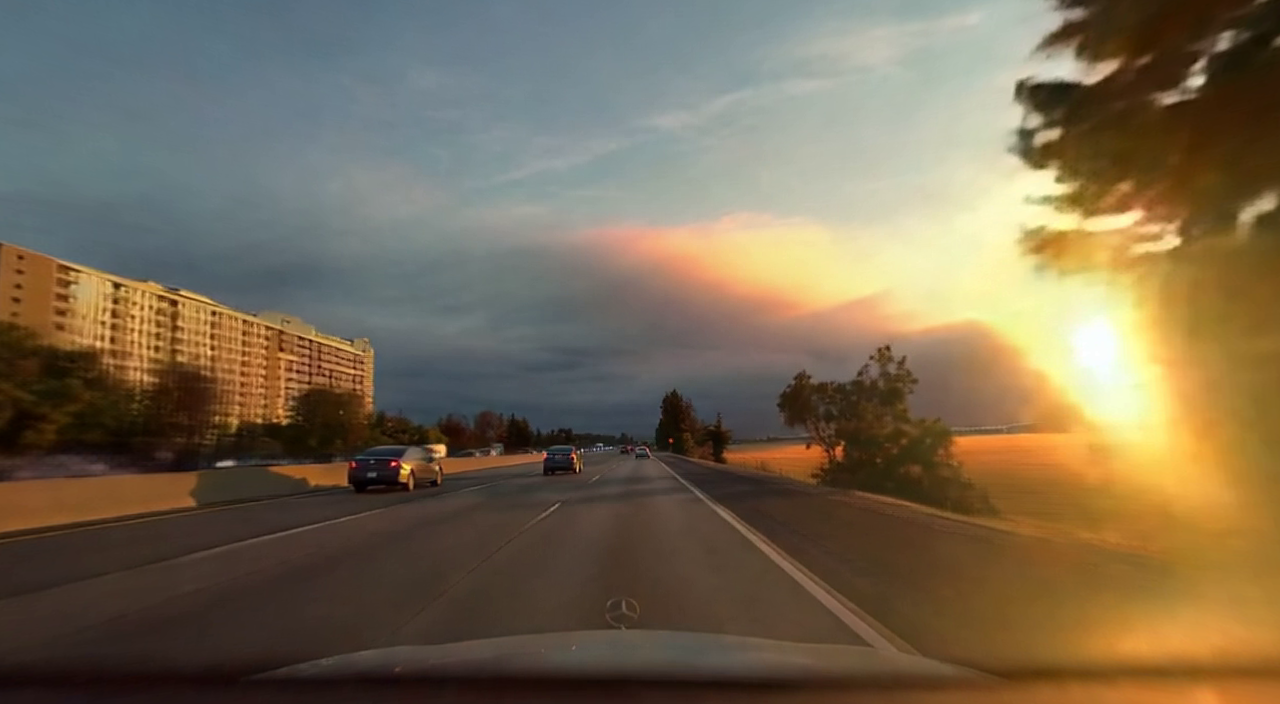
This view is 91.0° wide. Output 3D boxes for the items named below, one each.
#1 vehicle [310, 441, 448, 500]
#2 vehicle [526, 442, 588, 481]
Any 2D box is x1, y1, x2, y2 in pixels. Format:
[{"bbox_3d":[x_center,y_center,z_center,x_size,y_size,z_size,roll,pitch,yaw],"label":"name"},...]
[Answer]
[{"bbox_3d":[-7.457,3.412,18.595,2.034,1.523,4.627,0,-9,1],"label":"vehicle"},{"bbox_3d":[-3.640,4.917,28.529,2.083,1.588,4.801,0,-9,1],"label":"vehicle"}]
